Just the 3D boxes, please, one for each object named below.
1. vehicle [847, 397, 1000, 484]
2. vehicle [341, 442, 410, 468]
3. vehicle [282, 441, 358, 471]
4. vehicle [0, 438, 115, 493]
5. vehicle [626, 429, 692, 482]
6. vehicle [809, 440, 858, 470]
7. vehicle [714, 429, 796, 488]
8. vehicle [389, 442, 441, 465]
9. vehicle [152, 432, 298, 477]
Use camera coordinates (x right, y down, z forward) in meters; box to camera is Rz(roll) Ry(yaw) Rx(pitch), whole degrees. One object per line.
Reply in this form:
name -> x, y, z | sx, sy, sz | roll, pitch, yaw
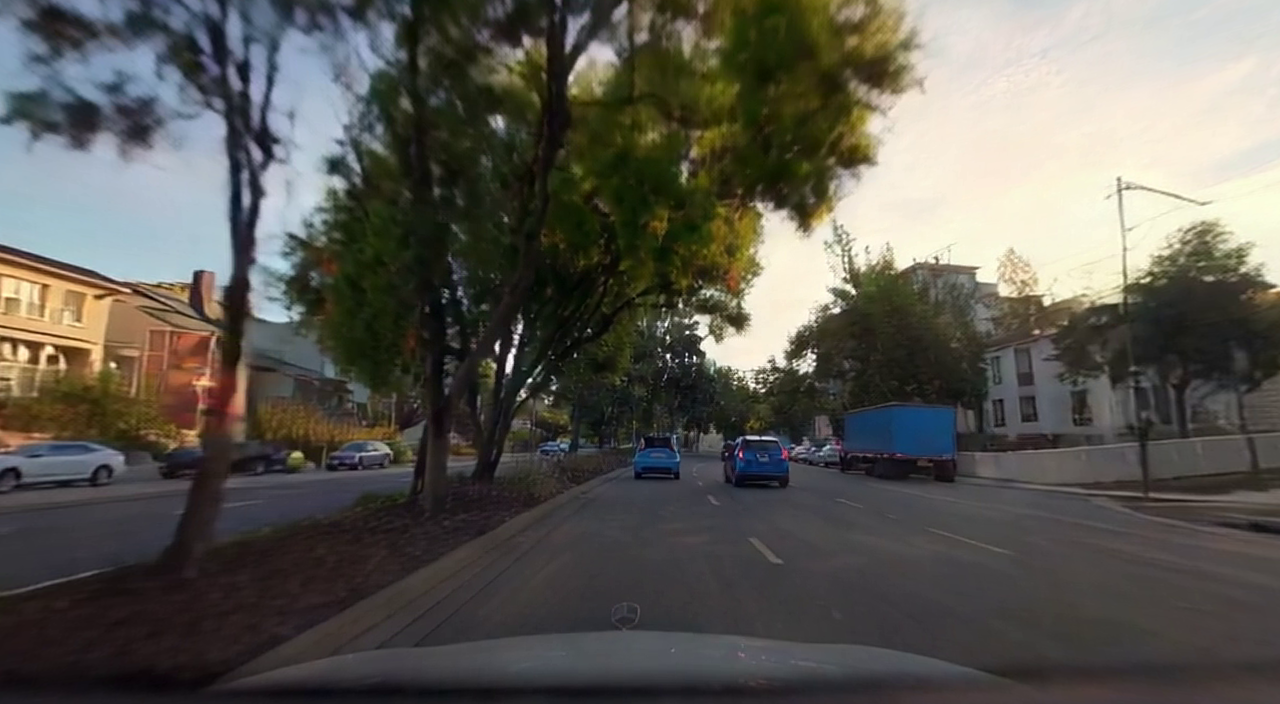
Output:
vehicle -> 11.707, 3.825, 27.077 | 3.705, 3.221, 6.779 | 0, -9, 3
vehicle -> -17.148, 6.727, 41.265 | 1.951, 1.513, 5.107 | -3, -10, 4
vehicle -> -17.758, 5.816, 35.315 | 1.845, 1.512, 4.316 | -2, -10, 3
vehicle -> -18.401, 3.311, 18.281 | 2.008, 1.487, 5.078 | -2, -10, 1
vehicle -> 0.822, 4.066, 25.045 | 2.345, 1.841, 5.032 | 0, -9, 3
vehicle -> 12.414, 6.601, 40.859 | 2.080, 1.744, 4.889 | 0, -8, 6
vehicle -> 3.816, 3.646, 21.833 | 2.033, 1.823, 4.409 | 0, -9, 0
vehicle -> -16.768, 7.627, 47.310 | 1.849, 1.455, 4.606 | -2, -11, 5
vehicle -> -18.245, 4.658, 28.272 | 2.272, 1.746, 5.914 | -1, -11, 3
